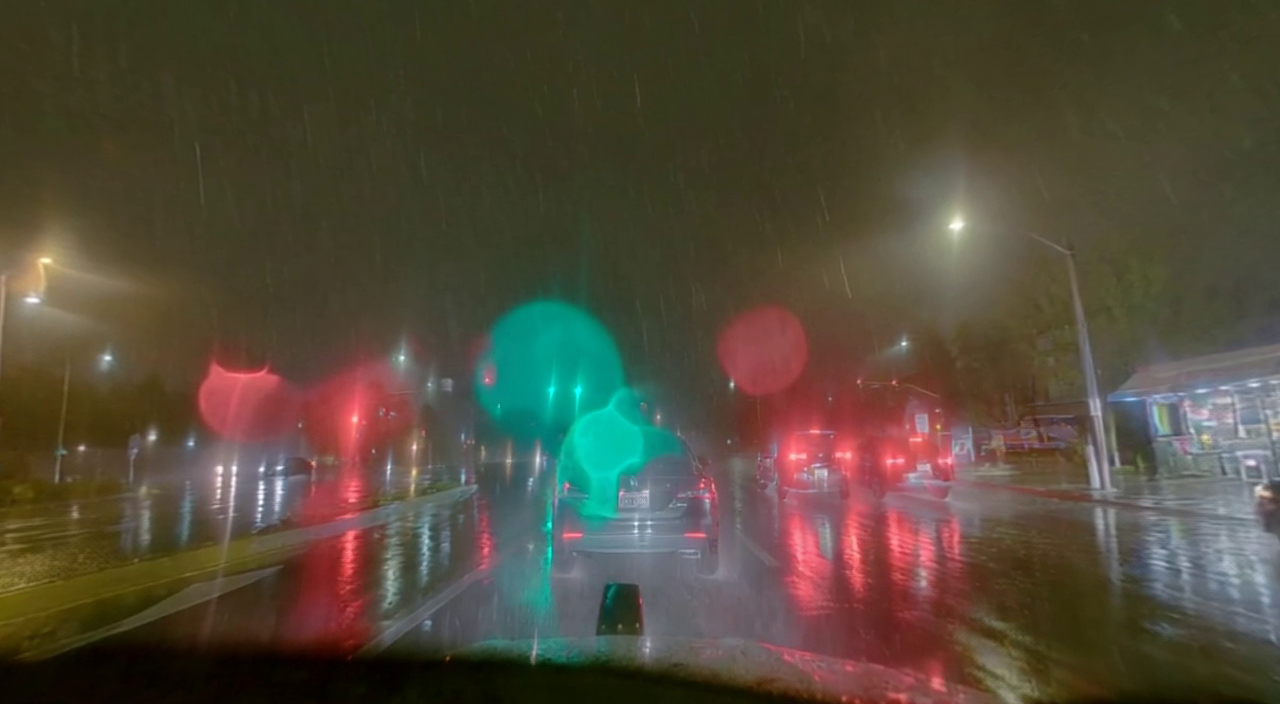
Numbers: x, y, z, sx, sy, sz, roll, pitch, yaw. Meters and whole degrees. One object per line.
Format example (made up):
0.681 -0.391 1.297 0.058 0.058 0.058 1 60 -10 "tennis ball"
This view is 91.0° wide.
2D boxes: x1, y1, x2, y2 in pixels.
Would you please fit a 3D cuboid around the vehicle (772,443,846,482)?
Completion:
6.857 4.491 25.983 1.833 1.452 4.237 0 -9 0 "vehicle"

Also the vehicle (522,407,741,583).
-0.065 1.684 8.135 2.115 1.700 3.901 0 -8 1 "vehicle"

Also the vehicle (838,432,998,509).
6.779 2.922 16.061 2.072 1.652 4.611 0 -8 2 "vehicle"

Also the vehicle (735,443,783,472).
6.386 5.697 34.220 1.961 1.477 4.454 0 -8 3 "vehicle"
